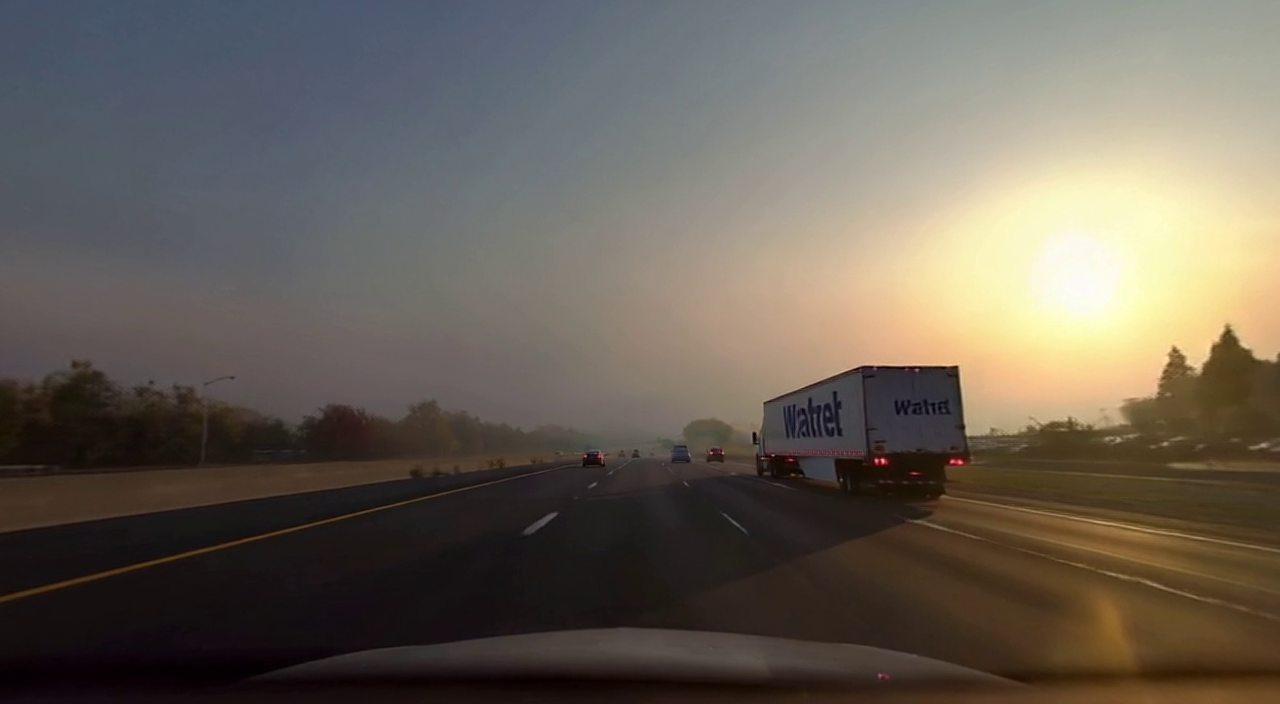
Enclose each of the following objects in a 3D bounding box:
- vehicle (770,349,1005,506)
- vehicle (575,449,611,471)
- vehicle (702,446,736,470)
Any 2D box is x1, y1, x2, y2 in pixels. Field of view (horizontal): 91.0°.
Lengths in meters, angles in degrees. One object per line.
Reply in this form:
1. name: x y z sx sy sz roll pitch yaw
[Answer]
1. vehicle: 8.138 3.147 24.462 2.912 4.143 15.538 0 -9 0
2. vehicle: -3.357 7.813 45.925 2.164 1.507 4.748 0 -9 1
3. vehicle: 5.995 8.112 48.405 2.188 1.727 4.381 0 -9 2
